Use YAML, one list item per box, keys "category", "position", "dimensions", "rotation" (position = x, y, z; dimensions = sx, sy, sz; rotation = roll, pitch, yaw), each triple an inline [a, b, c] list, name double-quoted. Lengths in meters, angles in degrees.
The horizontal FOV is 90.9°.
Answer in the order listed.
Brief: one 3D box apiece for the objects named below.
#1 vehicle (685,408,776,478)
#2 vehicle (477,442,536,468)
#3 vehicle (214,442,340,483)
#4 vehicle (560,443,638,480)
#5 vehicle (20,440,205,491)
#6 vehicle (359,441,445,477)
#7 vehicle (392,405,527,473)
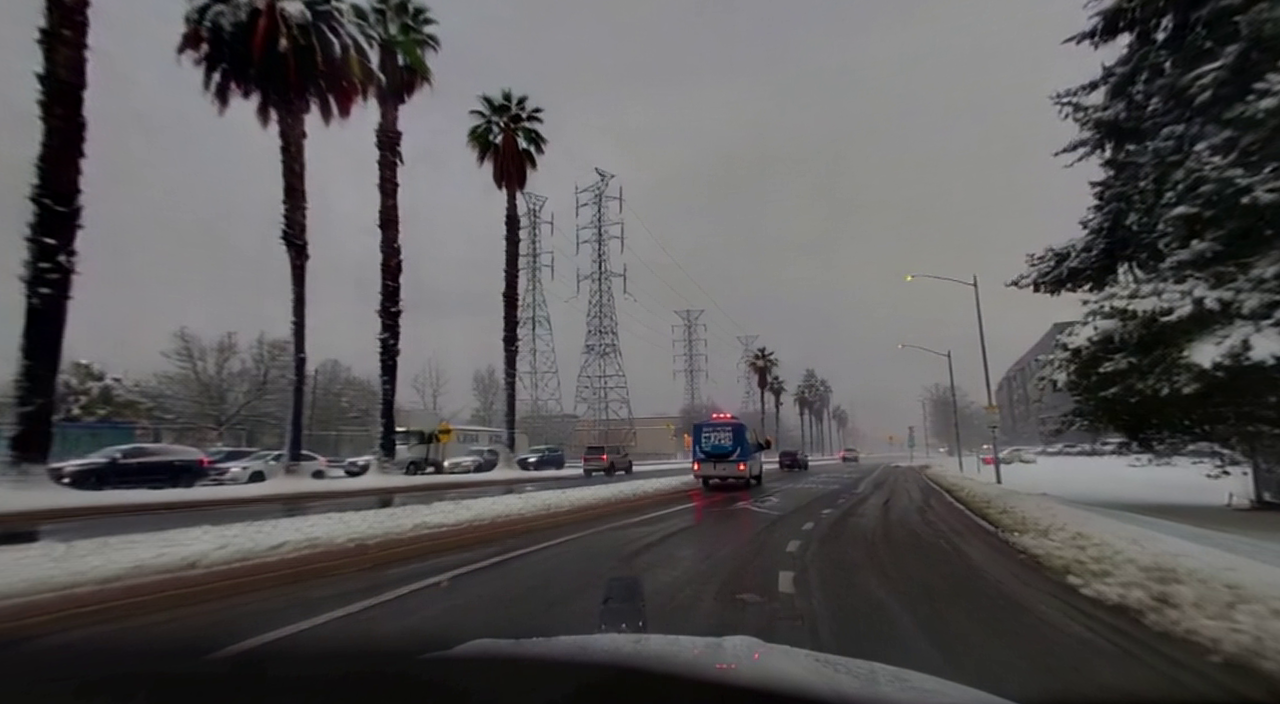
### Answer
- category: "vehicle"
  position: [6.254, 6.044, 41.558]
  dimensions: [2.903, 3.933, 11.567]
  rotation: [-4, -10, 23]
- category: "vehicle"
  position: [-9.039, 7.080, 43.001]
  dimensions: [1.751, 1.639, 4.434]
  rotation: [-6, -12, 21]
- category: "vehicle"
  position: [-15.544, 4.862, 27.323]
  dimensions: [1.785, 1.502, 4.457]
  rotation: [-6, -14, 22]
- category: "vehicle"
  position: [-2.235, 6.316, 36.828]
  dimensions: [2.266, 1.950, 5.866]
  rotation: [-4, -10, 21]
- category: "vehicle"
  position: [-18.296, 3.929, 22.176]
  dimensions: [1.847, 1.567, 4.532]
  rotation: [-4, -10, 22]
- category: "vehicle"
  position: [-12.899, 5.911, 34.492]
  dimensions: [1.833, 1.578, 4.412]
  rotation: [-10, -15, 22]
- category: "vehicle"
  position: [-12.340, 6.498, 44.971]
  dimensions: [2.907, 3.760, 11.193]
  rotation: [-6, -14, 21]
